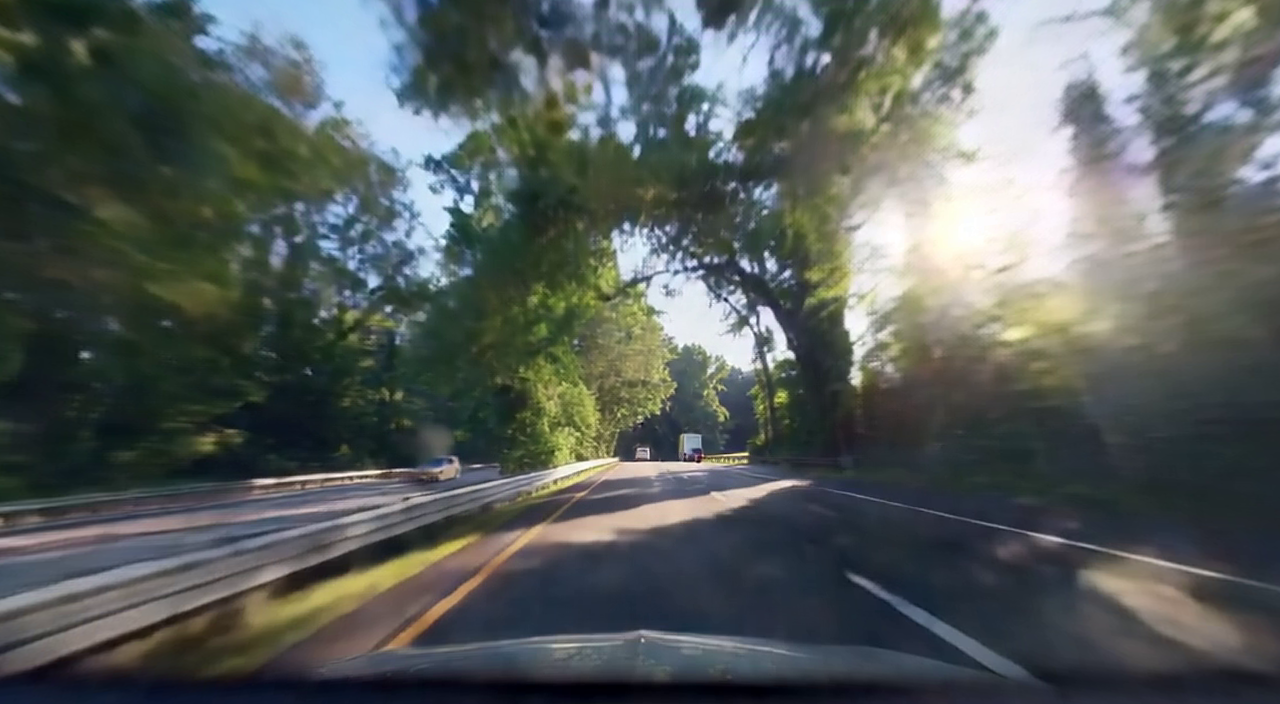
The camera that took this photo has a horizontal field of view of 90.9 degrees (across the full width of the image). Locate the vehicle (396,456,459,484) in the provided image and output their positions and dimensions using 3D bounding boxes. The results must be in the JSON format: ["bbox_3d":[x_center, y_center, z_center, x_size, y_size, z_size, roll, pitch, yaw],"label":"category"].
[{"bbox_3d":[-12.485,6.931,37.340,2.033,1.462,4.620,-1,-9,1],"label":"vehicle"}]

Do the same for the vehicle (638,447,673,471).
[{"bbox_3d":[0.979,7.124,41.940,2.162,1.492,3.975,0,-9,-1],"label":"vehicle"}]
